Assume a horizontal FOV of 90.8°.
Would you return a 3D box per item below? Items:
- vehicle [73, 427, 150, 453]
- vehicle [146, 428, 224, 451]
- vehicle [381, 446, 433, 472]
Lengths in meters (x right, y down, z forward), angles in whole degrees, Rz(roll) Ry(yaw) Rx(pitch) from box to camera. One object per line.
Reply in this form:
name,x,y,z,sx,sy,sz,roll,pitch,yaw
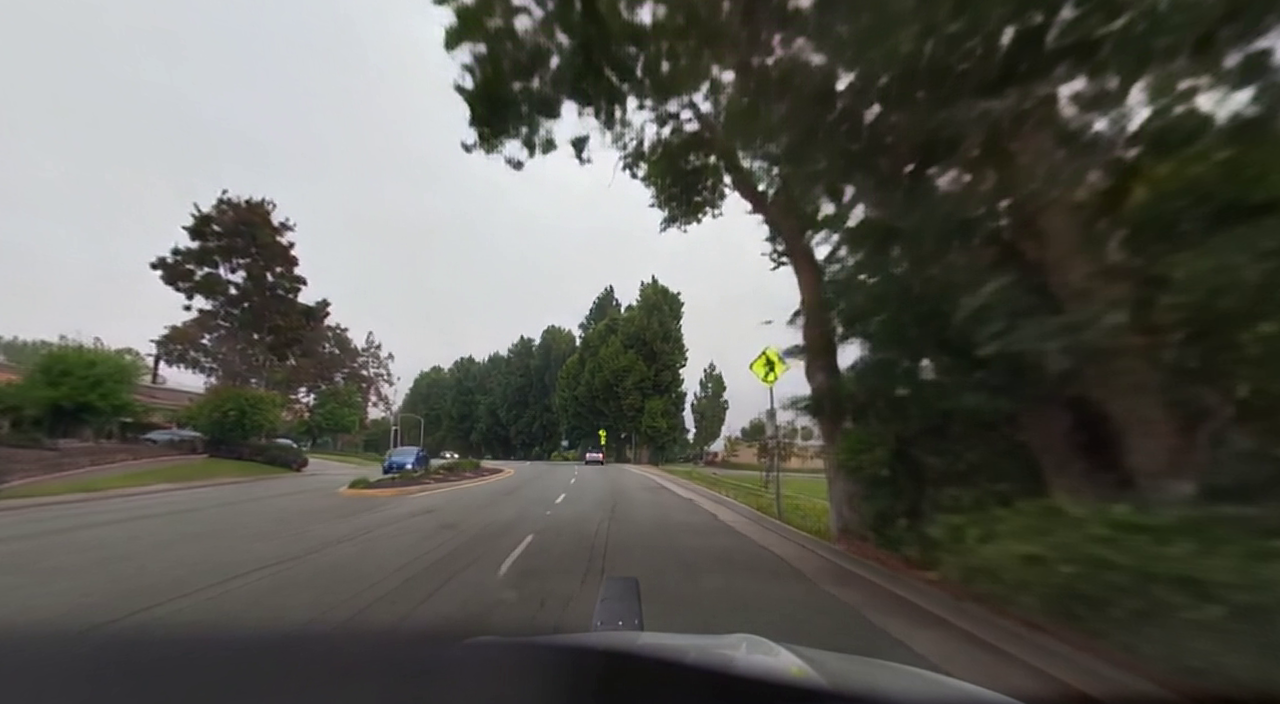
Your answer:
vehicle,-35.945,6.003,42.979,4.083,1.464,1.747,-2,-16,15
vehicle,-34.847,6.738,48.457,4.506,1.654,2.239,-2,-10,11
vehicle,-14.279,6.573,38.951,1.793,1.486,4.048,0,-9,-2
